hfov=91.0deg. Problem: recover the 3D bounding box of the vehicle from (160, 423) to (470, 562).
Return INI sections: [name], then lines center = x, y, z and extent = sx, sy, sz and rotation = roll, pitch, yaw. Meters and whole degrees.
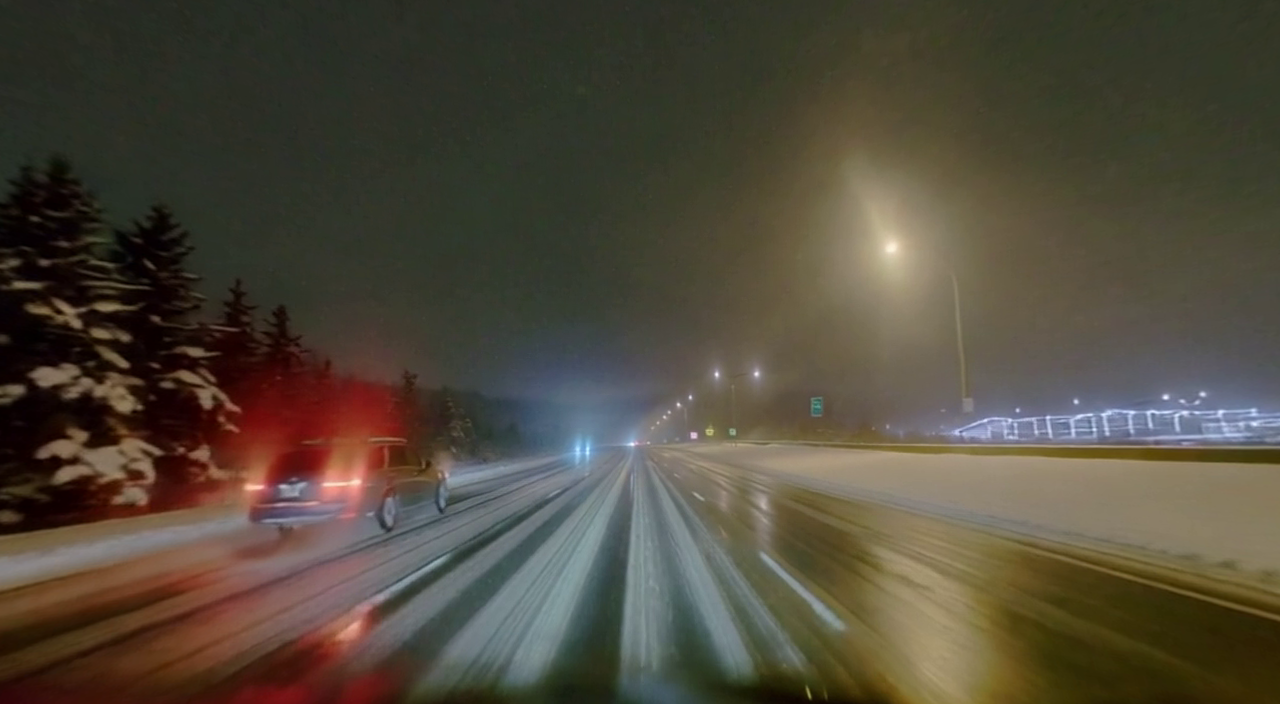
[vehicle]
center = -4.041, 1.806, 8.935
extent = 1.934, 1.451, 4.544
rotation = 0, -8, 1
